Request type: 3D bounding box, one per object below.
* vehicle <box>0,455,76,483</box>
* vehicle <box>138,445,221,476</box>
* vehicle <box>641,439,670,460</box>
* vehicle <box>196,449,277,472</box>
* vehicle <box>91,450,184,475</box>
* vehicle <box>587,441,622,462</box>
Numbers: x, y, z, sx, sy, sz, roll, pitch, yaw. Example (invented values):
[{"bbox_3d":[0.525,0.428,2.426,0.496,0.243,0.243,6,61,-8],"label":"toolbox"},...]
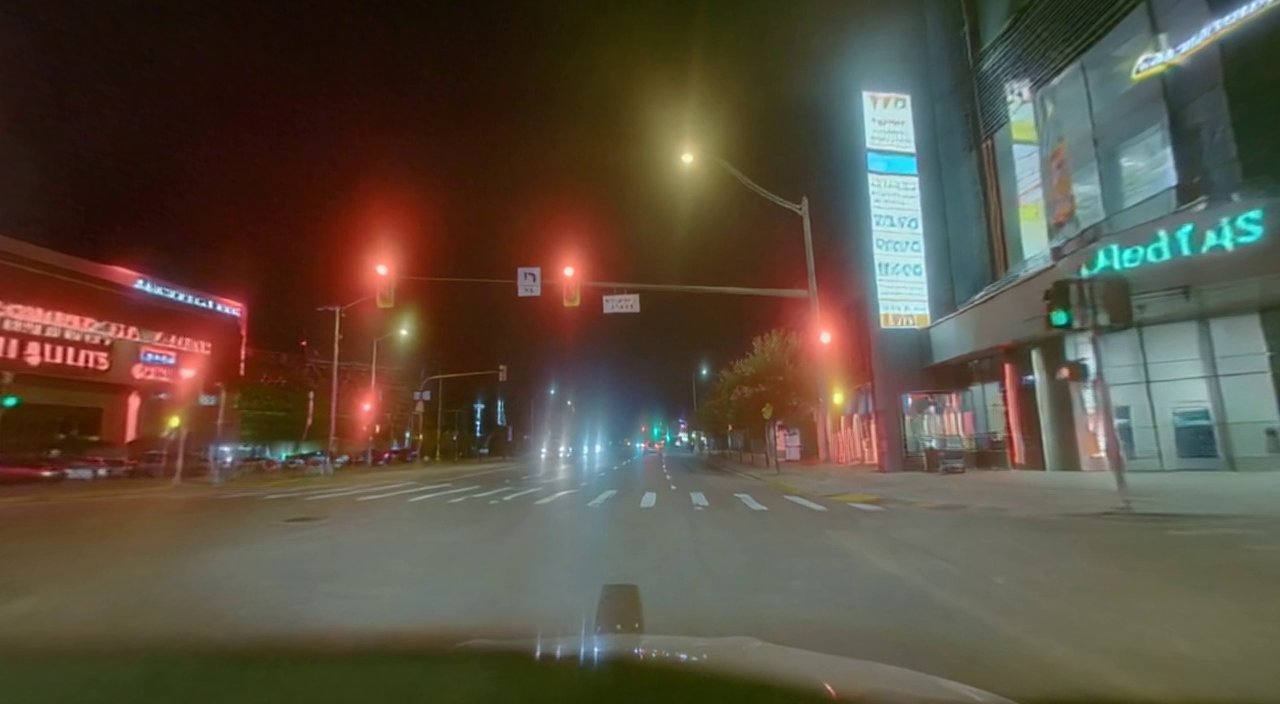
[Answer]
[{"bbox_3d":[-34.495,6.468,34.888,1.826,1.432,4.530,-5,-10,29],"label":"vehicle"},{"bbox_3d":[-28.252,6.632,38.870,1.643,1.755,3.666,-5,-10,34],"label":"vehicle"},{"bbox_3d":[1.171,7.462,48.306,2.168,1.545,4.047,0,-9,1],"label":"vehicle"},{"bbox_3d":[-28.525,7.662,44.829,1.755,1.445,4.485,-6,-10,30],"label":"vehicle"},{"bbox_3d":[-33.785,7.412,42.611,1.802,1.549,4.439,-5,-10,27],"label":"vehicle"},{"bbox_3d":[-2.489,7.130,45.335,1.962,1.420,4.021,-1,-9,4],"label":"vehicle"}]
